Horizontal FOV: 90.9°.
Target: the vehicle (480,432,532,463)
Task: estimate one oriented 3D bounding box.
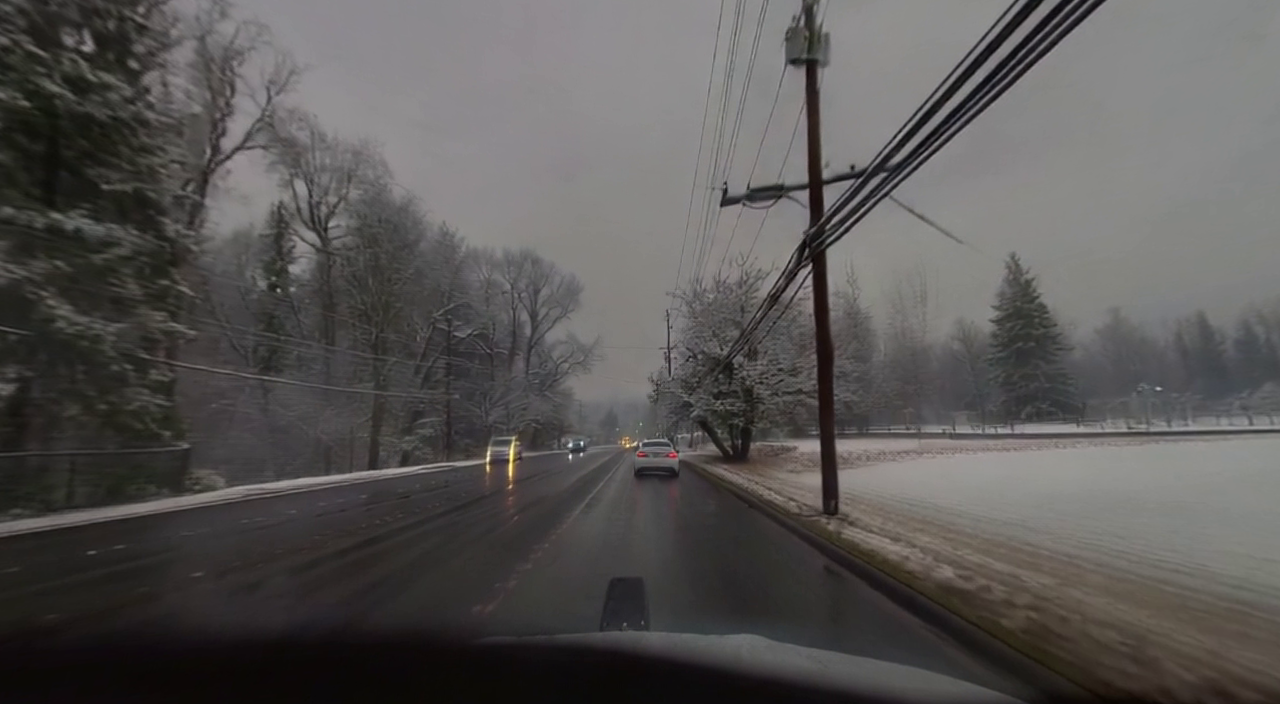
[{"bbox_3d":[-8.985,6.449,42.748,2.287,1.964,5.437,0,-8,0],"label":"vehicle"}]

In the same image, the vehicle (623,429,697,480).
[{"bbox_3d":[0.589,3.348,20.782,2.153,1.461,4.374,0,-8,0],"label":"vehicle"}]
